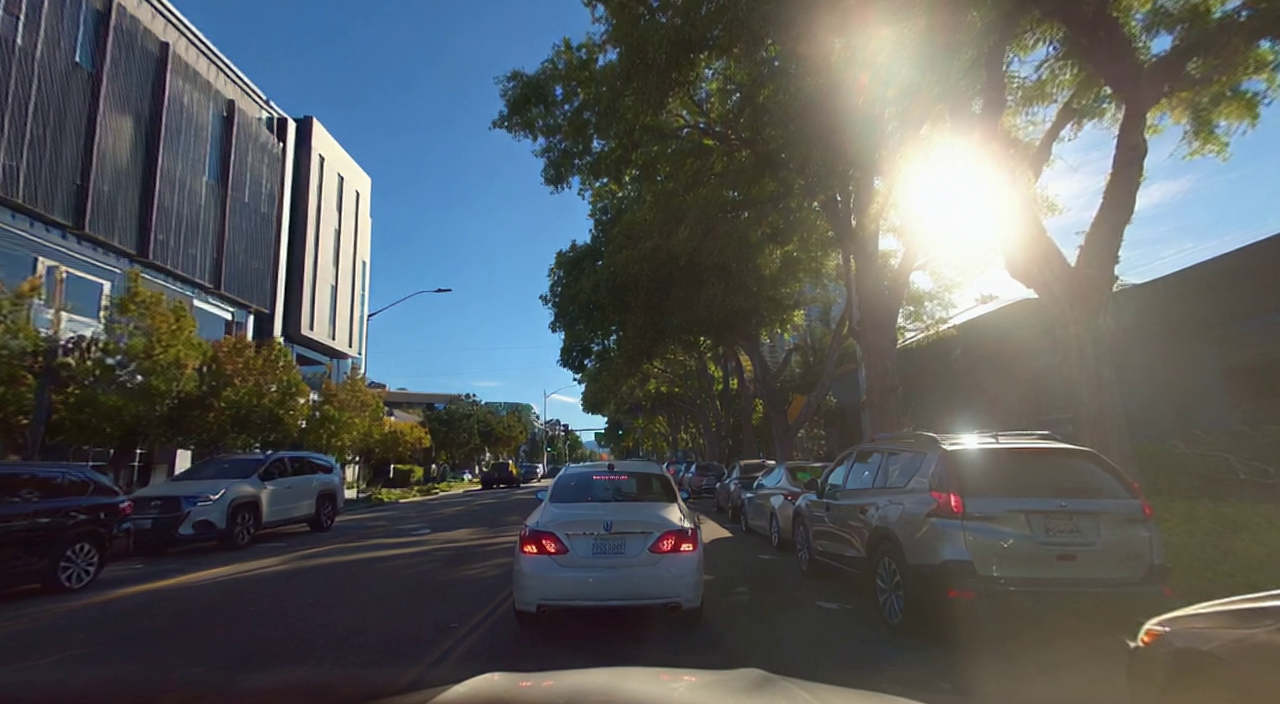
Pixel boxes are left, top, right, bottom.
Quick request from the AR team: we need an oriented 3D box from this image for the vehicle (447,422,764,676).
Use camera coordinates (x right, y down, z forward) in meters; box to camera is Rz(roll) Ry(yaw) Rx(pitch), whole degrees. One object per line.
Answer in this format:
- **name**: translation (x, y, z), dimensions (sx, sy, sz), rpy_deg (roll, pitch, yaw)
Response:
- **vehicle**: translation (-0.197, 1.600, 5.936), dimensions (2.018, 1.583, 3.646), rpy_deg (1, -10, 1)

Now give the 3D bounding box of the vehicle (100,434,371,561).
- **vehicle**: translation (-6.842, 2.586, 11.433), dimensions (1.994, 1.701, 4.520), rpy_deg (-3, -12, -1)

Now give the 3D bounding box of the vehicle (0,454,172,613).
- **vehicle**: translation (-6.982, 1.695, 5.890), dimensions (1.900, 1.471, 4.202), rpy_deg (1, -10, 0)

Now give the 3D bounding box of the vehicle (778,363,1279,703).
- **vehicle**: translation (2.711, 1.425, 5.702), dimensions (1.868, 1.920, 4.501), rpy_deg (1, -10, 0)
